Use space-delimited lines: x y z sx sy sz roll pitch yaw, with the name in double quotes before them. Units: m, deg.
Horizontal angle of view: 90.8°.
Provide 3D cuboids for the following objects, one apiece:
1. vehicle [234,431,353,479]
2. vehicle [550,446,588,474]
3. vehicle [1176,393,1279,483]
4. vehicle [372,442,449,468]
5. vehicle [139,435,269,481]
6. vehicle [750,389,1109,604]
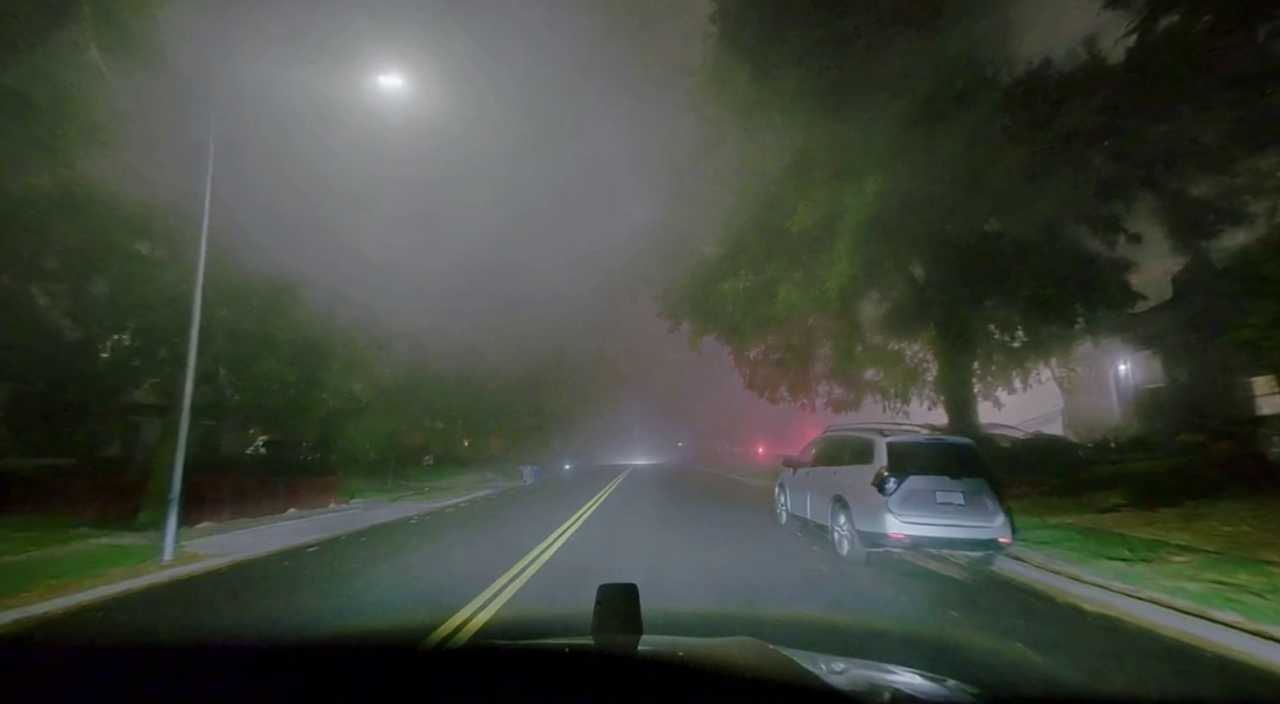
"vehicle" -14.024 4.145 25.534 4.537 1.751 2.051 -5 -10 29
"vehicle" -4.946 7.599 44.625 1.924 1.765 4.542 -4 -10 3
"vehicle" 16.977 2.249 15.371 5.764 2.067 2.261 0 -9 35
"vehicle" -14.005 6.263 38.409 4.668 1.491 1.941 -6 -10 32
"vehicle" -16.224 3.912 23.470 4.526 1.539 2.120 -5 -10 30
"vehicle" 2.954 1.641 8.212 2.150 1.811 5.461 -1 -8 1
